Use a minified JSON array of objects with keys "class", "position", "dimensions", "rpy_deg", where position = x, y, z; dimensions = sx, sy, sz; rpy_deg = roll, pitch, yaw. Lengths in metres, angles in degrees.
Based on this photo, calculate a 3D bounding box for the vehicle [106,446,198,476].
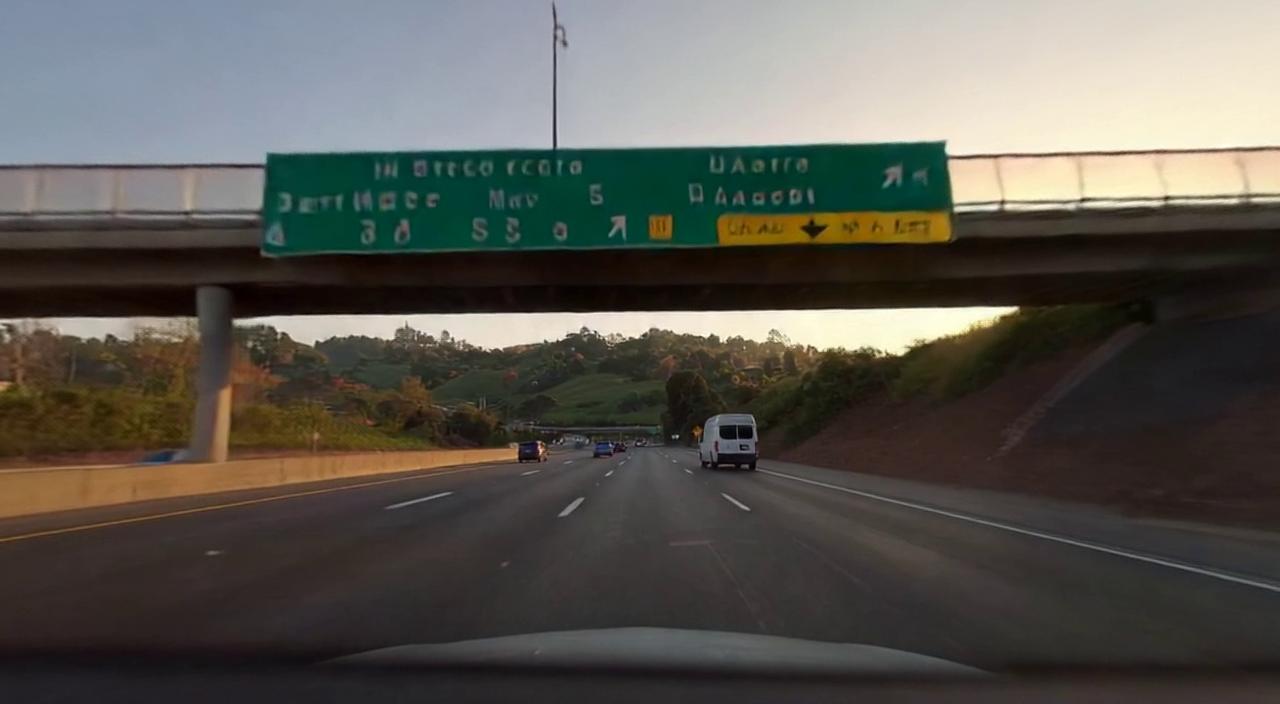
[{"class":"vehicle","position":[-29.970,6.683,38.975],"dimensions":[1.940,1.692,4.682],"rpy_deg":[0,-8,0]}]

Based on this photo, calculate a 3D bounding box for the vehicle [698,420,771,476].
[{"class":"vehicle","position":[4.092,4.313,28.392],"dimensions":[2.347,2.234,5.352],"rpy_deg":[0,-8,-1]}]

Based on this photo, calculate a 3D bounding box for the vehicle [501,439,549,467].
[{"class":"vehicle","position":[-7.161,6.343,39.693],"dimensions":[2.068,1.632,4.623],"rpy_deg":[-1,-8,1]}]
